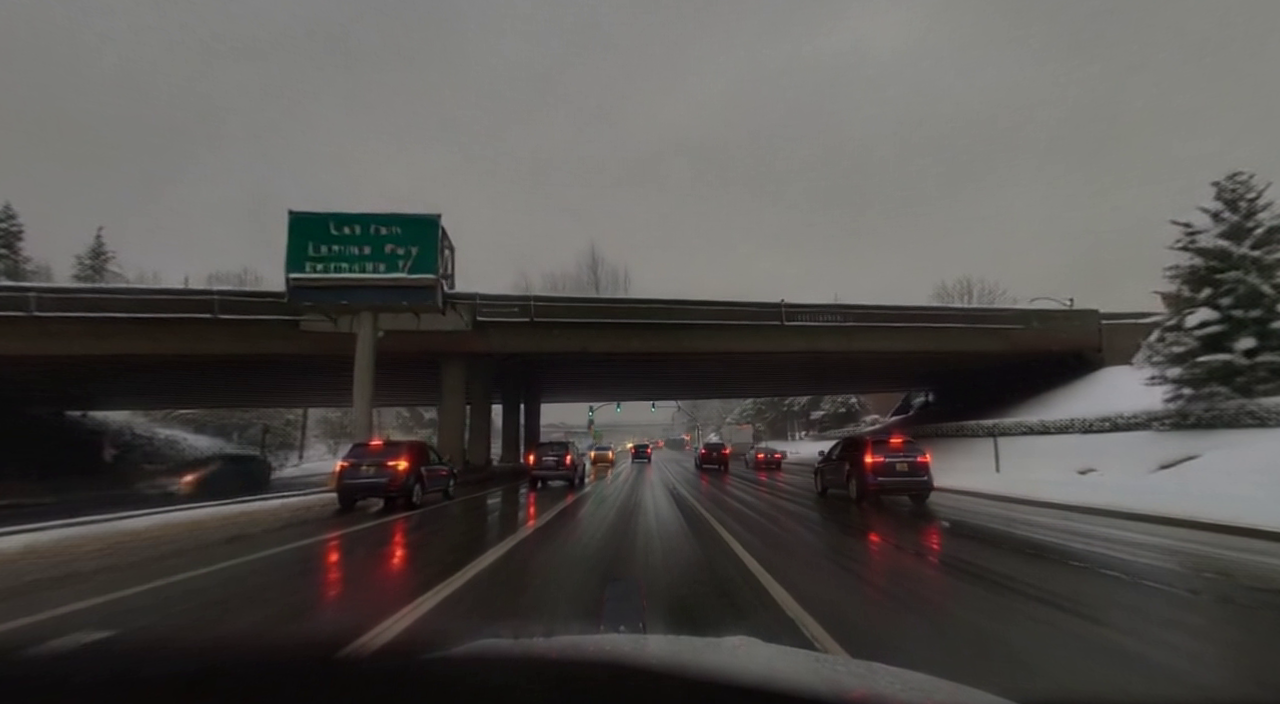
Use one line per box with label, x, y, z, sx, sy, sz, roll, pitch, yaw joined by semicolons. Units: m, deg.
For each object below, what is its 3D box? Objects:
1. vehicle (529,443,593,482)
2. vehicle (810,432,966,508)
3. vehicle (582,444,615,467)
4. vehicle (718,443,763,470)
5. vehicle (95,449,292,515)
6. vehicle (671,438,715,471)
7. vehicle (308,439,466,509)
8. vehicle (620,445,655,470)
vehicle;-3.180;4.539;26.038;2.041;1.466;4.212;0;-8;1
vehicle;6.005;2.895;15.927;2.056;1.624;4.498;0;-8;0
vehicle;-2.822;7.131;43.310;1.980;1.491;4.351;0;-8;0
vehicle;6.057;6.372;38.422;1.924;1.527;4.268;0;-8;-2
vehicle;-11.743;3.401;17.020;1.898;1.475;4.629;0;-8;1
vehicle;3.013;5.924;36.554;2.034;1.762;4.420;0;-8;-1
vehicle;-6.086;2.960;15.798;2.070;1.488;4.376;0;-8;1
vehicle;-0.143;6.420;38.472;2.026;1.453;3.780;0;-8;0
